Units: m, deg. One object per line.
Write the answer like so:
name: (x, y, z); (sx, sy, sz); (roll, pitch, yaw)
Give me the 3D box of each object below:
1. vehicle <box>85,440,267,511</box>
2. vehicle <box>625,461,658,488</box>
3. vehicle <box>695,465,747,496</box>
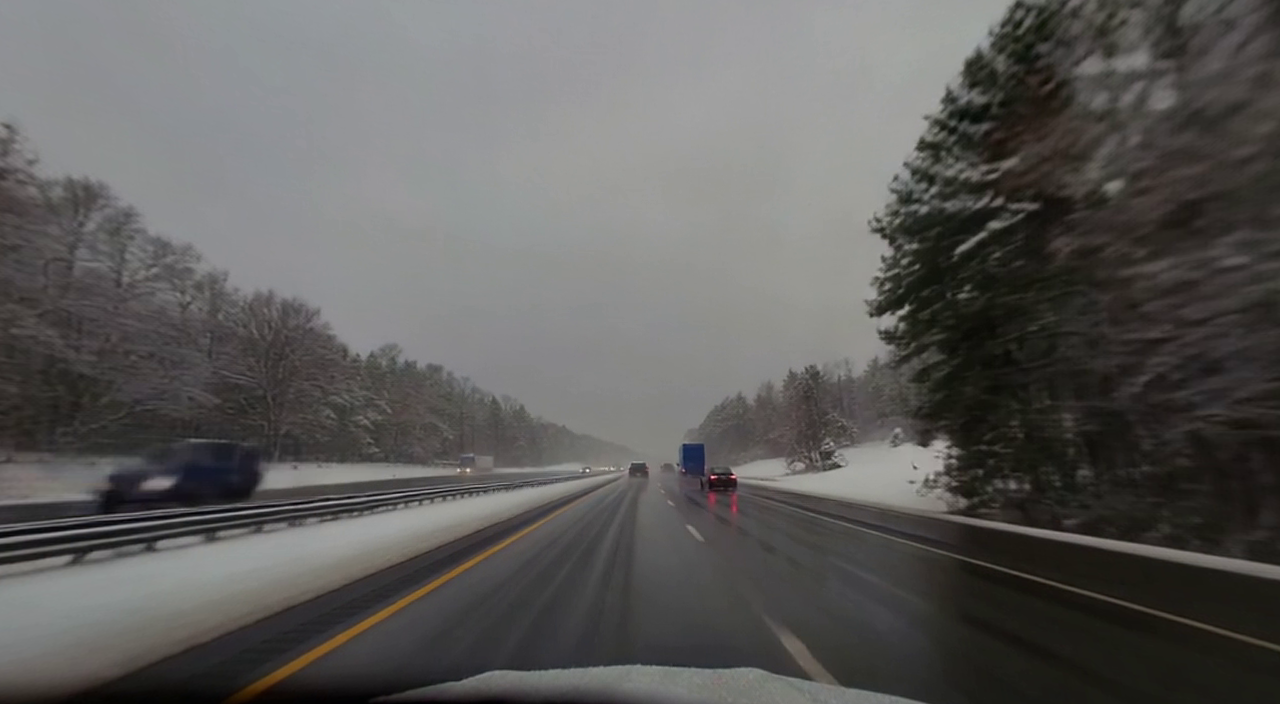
vehicle: (-14.037, 3.793, 19.521); (2.015, 1.874, 4.639); (1, -10, 0)
vehicle: (0.133, 8.623, 44.428); (2.212, 1.717, 4.452); (0, -10, 1)
vehicle: (4.310, 6.959, 34.323); (2.073, 1.532, 4.969); (1, -10, -1)
